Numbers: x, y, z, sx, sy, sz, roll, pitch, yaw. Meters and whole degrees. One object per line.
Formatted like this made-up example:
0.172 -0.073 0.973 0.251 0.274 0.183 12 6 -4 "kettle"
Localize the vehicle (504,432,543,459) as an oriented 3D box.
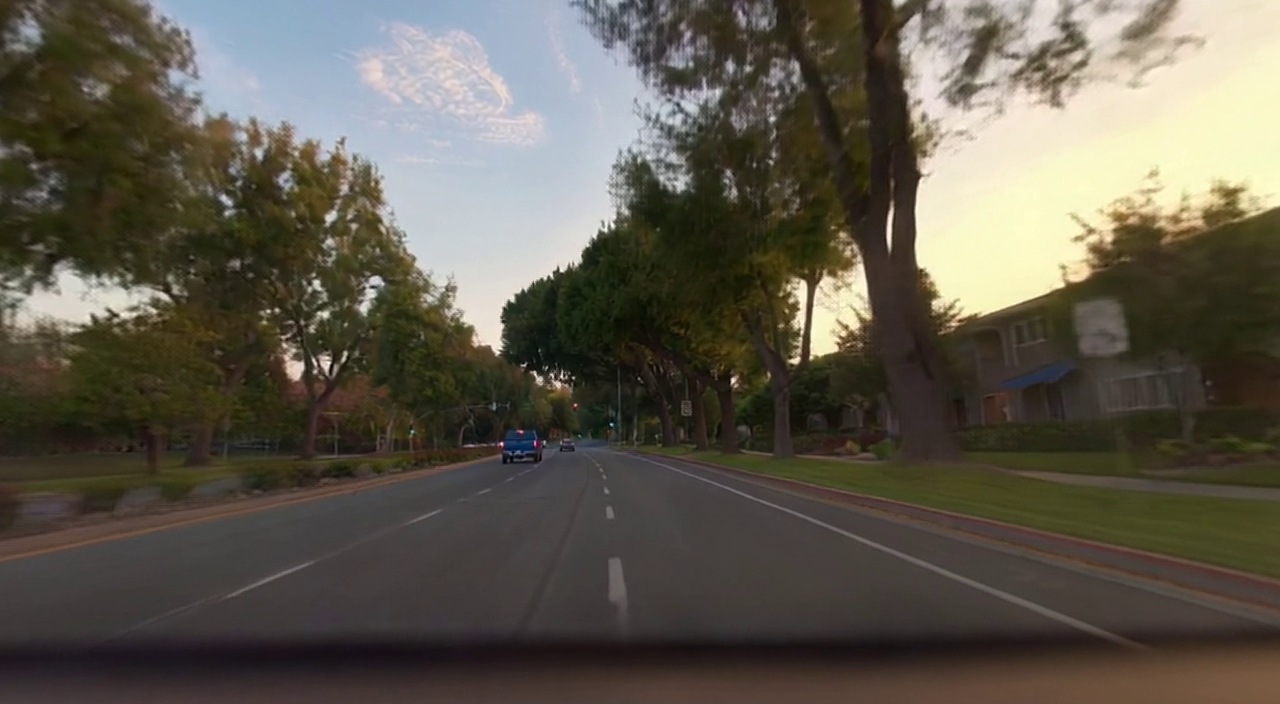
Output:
-8.458 6.911 46.590 2.267 1.849 6.402 1 -9 -6 "vehicle"
